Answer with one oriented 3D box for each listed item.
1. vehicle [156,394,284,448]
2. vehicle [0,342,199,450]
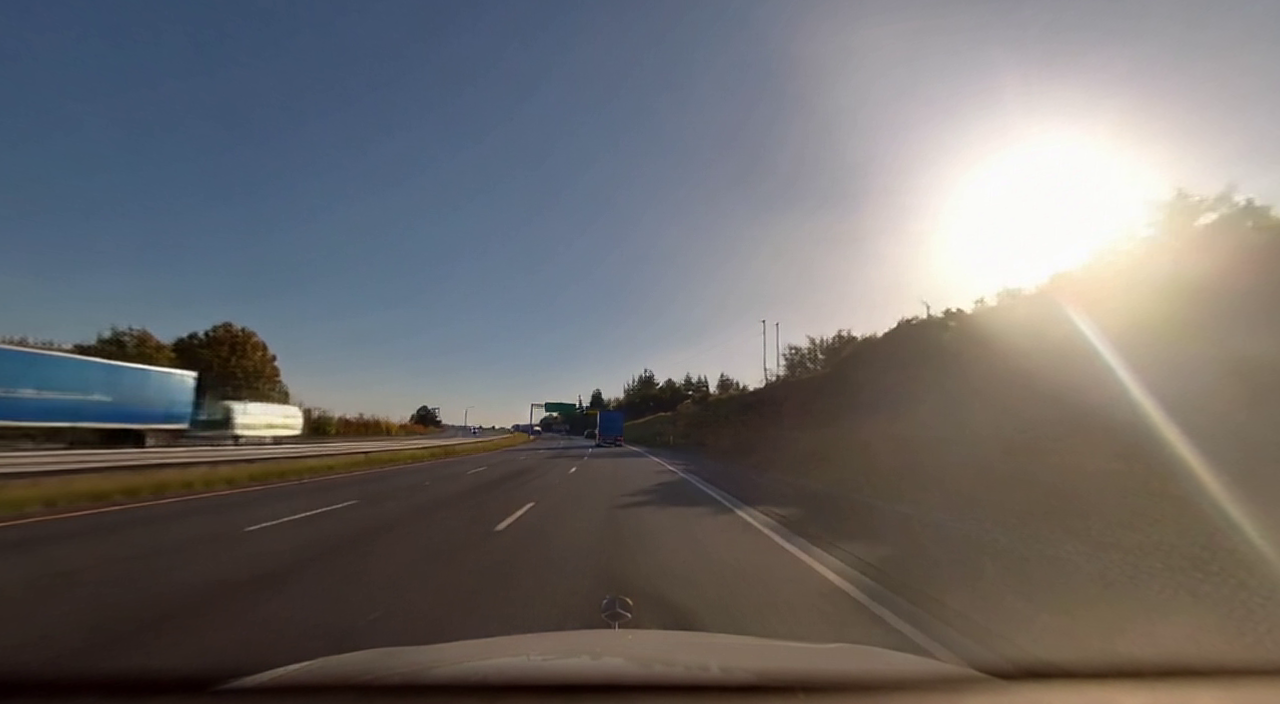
[{"bbox_3d":[-20.978,3.591,31.975,2.328,2.433,6.234,0,-8,-2],"label":"vehicle"},{"bbox_3d":[-24.846,1.906,25.199,3.018,3.876,16.871,1,-8,-3],"label":"vehicle"}]
